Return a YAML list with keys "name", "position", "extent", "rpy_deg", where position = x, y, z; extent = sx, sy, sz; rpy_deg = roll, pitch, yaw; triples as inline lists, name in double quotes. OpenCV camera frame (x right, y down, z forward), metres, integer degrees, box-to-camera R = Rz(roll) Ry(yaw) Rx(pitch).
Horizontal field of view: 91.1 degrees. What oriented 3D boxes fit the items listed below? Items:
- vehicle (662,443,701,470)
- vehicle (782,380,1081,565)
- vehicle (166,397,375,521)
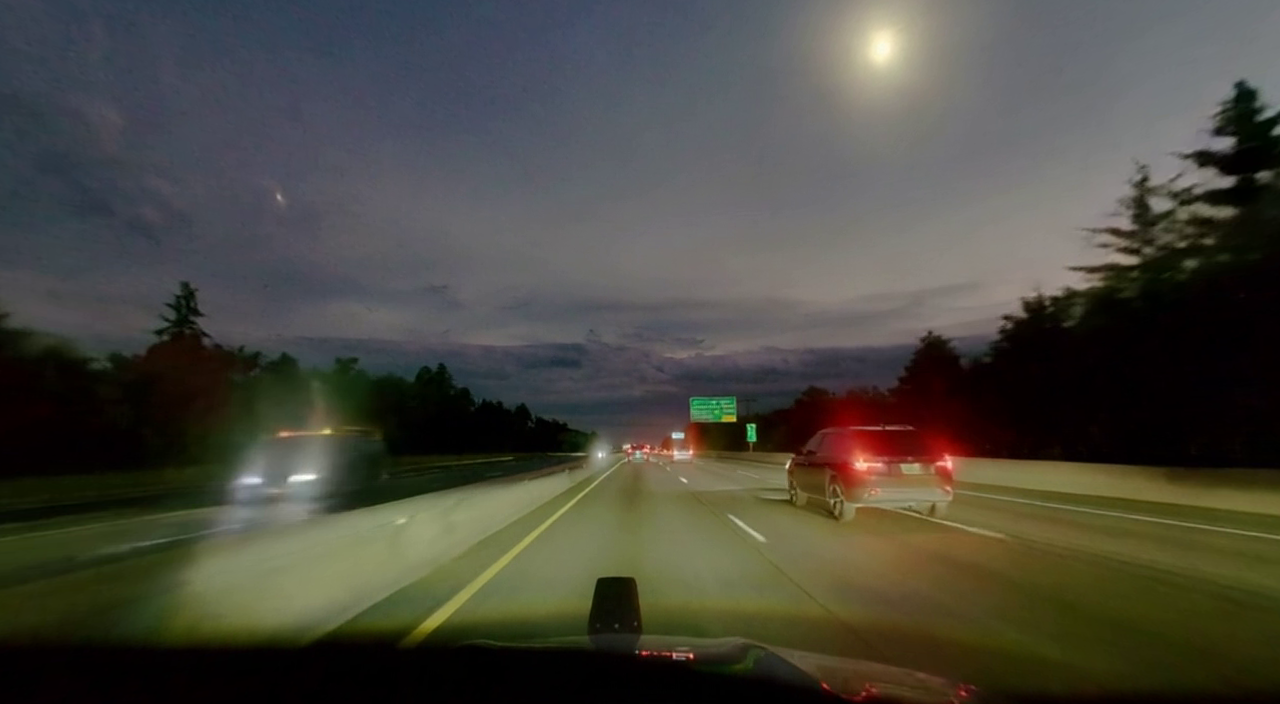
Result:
- name: "vehicle"
  position: [2.656, 6.826, 41.148]
  extent: [2.123, 1.620, 4.959]
  rpy_deg: [0, -9, -1]
- name: "vehicle"
  position: [3.687, 1.650, 9.183]
  extent: [1.981, 1.984, 4.623]
  rpy_deg: [0, -9, -2]
- name: "vehicle"
  position: [-11.025, 3.276, 19.697]
  extent: [2.562, 3.204, 6.384]
  rpy_deg: [0, -9, 0]
